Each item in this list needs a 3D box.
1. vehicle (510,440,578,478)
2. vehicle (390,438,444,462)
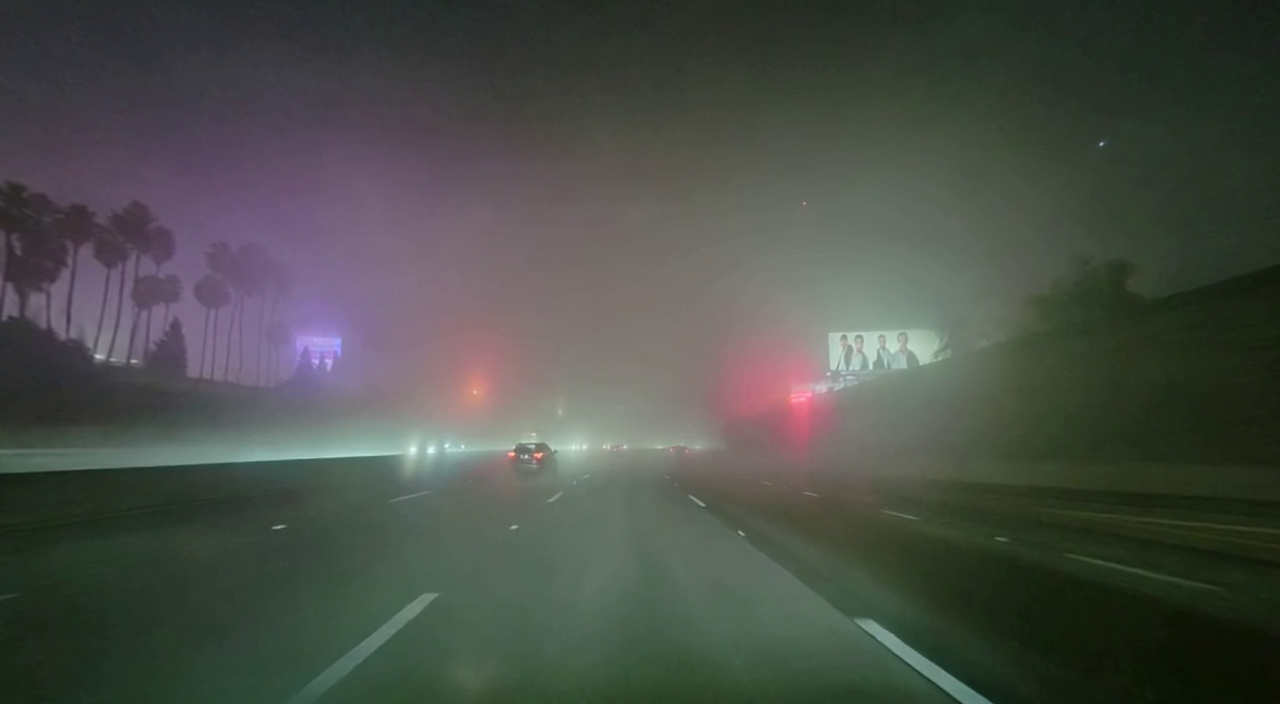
[{"bbox_3d":[-3.993,4.555,27.108,2.078,1.457,4.648,0,-8,2],"label":"vehicle"},{"bbox_3d":[-14.670,6.492,41.826,1.853,1.509,4.397,0,-8,2],"label":"vehicle"}]
